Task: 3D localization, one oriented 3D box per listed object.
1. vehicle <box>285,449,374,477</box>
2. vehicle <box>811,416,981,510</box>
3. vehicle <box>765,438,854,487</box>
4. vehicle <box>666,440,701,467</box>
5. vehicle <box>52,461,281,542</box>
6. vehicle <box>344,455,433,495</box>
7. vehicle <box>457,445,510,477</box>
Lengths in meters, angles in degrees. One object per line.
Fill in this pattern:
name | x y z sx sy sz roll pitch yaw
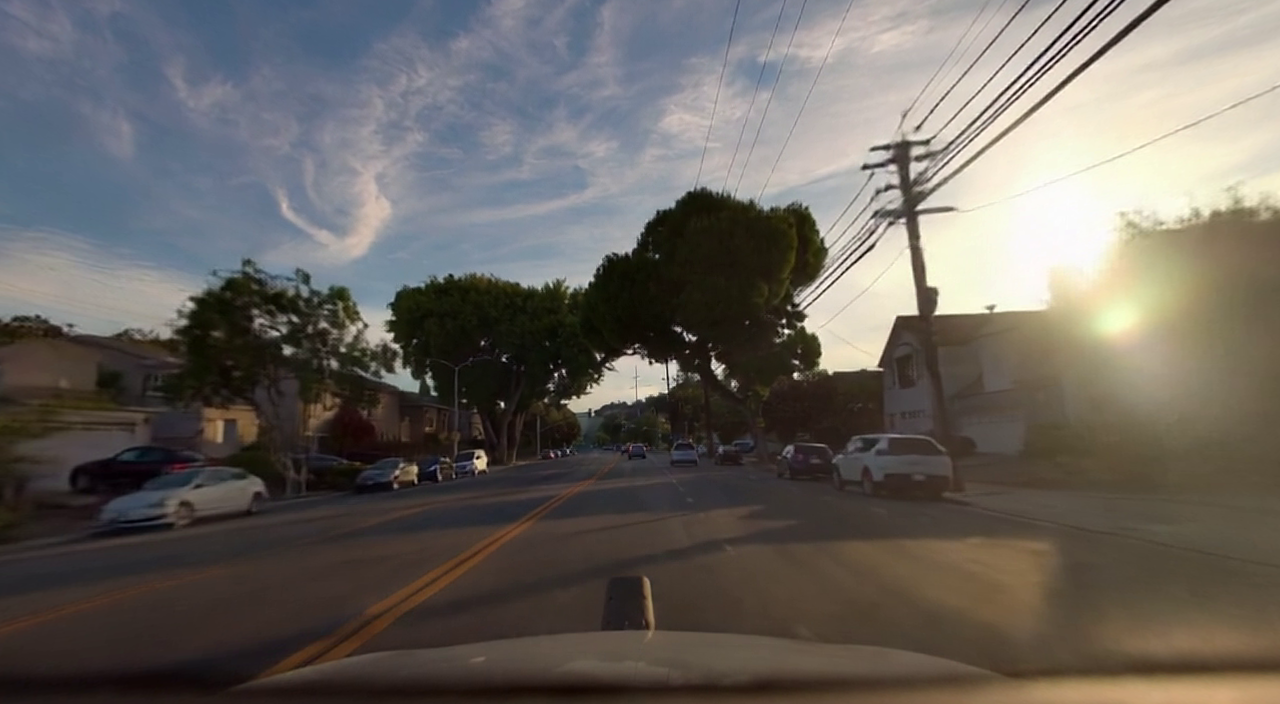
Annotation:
vehicle | -17.952 6.443 36.574 4.092 1.546 1.995 0 -8 1
vehicle | 6.517 2.916 16.986 2.274 2.090 5.465 0 -8 0
vehicle | 6.339 4.177 24.208 2.079 1.697 4.753 0 -8 0
vehicle | 2.974 7.115 44.268 2.070 1.765 4.731 0 -8 -1
vehicle | -10.772 3.389 14.889 1.896 1.495 4.425 0 -8 1
vehicle | -10.605 5.191 26.938 2.098 1.503 4.113 0 -8 0
vehicle | -10.438 7.275 42.434 2.258 1.846 4.843 -4 -8 1
